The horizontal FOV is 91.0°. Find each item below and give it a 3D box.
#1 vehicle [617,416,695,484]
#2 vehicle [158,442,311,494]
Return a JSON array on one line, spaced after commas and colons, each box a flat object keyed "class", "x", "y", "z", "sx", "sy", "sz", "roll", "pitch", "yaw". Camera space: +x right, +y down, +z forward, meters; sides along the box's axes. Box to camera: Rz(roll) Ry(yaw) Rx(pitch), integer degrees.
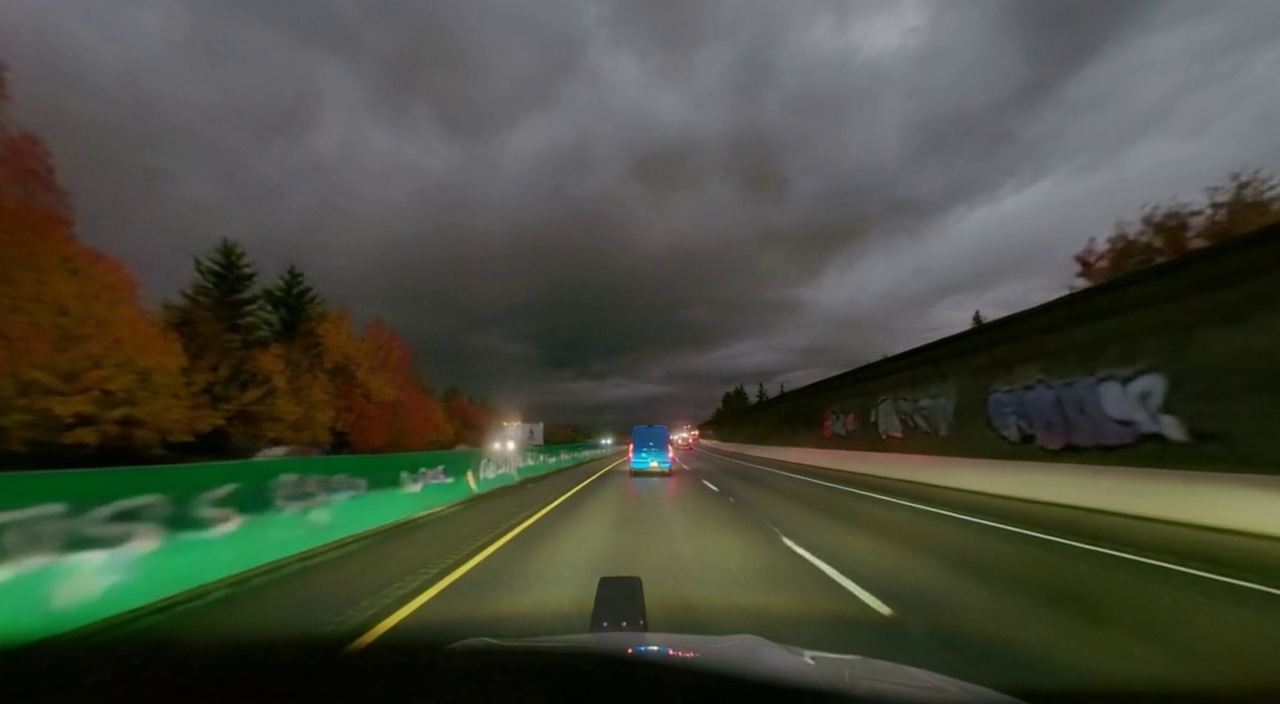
[{"class": "vehicle", "x": 0.484, "y": 3.196, "z": 20.668, "sx": 2.283, "sy": 1.956, "sz": 4.421, "roll": 0, "pitch": -8, "yaw": 0}, {"class": "vehicle", "x": -12.936, "y": 3.693, "z": 20.464, "sx": 2.107, "sy": 1.507, "sz": 4.206, "roll": 0, "pitch": -8, "yaw": 1}]
